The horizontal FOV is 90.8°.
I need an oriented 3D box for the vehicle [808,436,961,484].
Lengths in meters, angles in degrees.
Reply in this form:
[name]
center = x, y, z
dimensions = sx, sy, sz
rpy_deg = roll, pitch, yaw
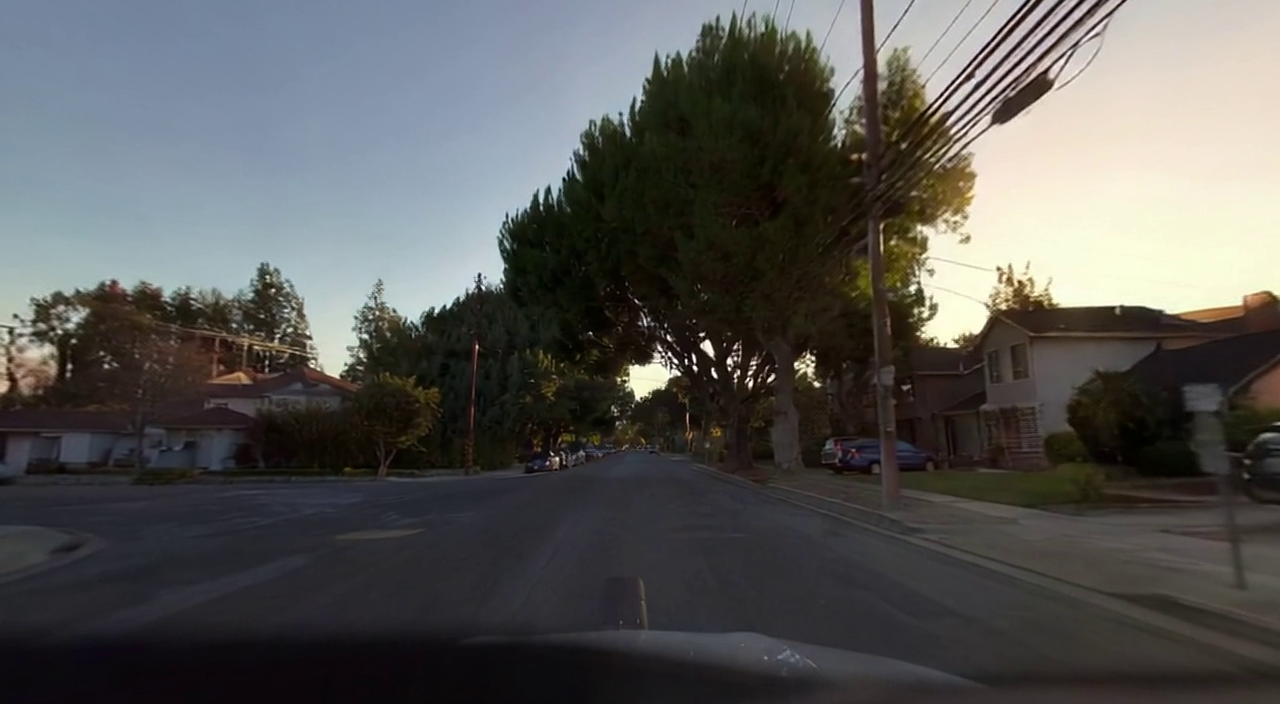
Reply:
[vehicle]
center = 9.079, 4.043, 23.840
dimensions = 4.846, 1.577, 2.146
rpy_deg = -1, -9, 0
